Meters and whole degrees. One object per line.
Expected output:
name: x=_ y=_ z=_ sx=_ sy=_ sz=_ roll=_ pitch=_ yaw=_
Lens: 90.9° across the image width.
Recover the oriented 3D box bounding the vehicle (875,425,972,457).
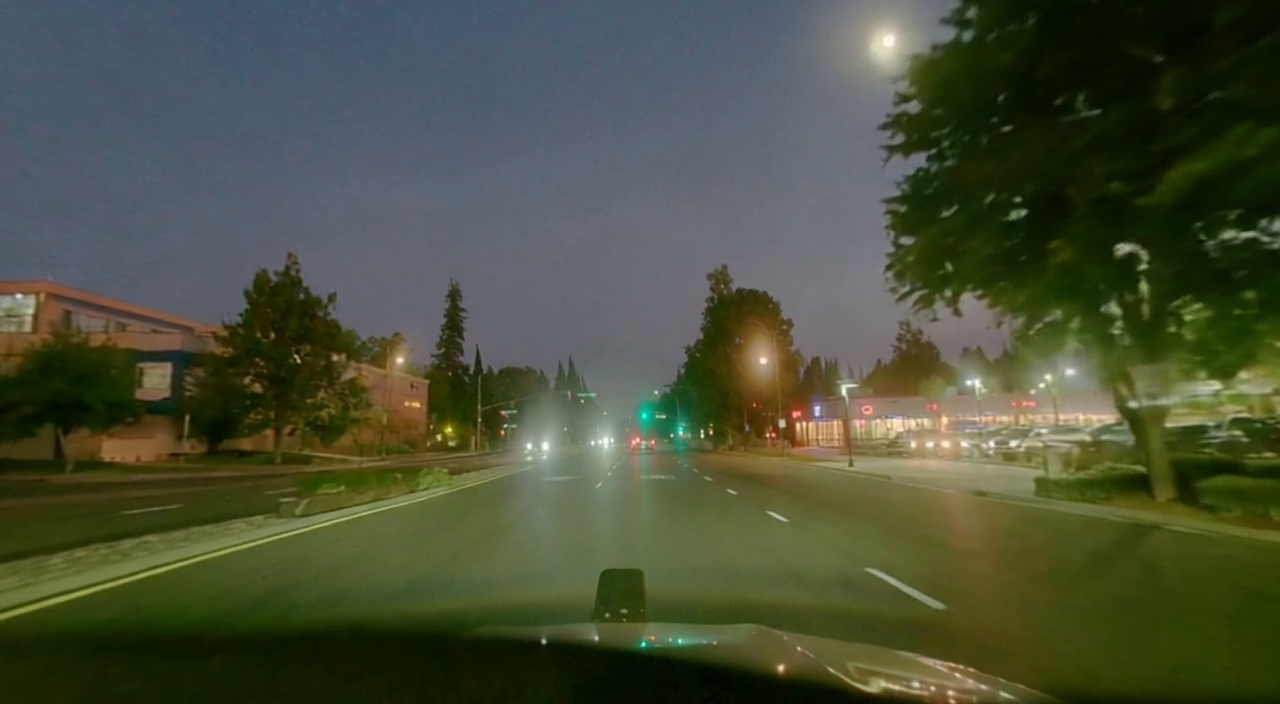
vehicle: x=17.784 y=5.632 z=39.785 sx=5.117 sy=1.933 sz=2.035 roll=-1 pitch=-8 yaw=3

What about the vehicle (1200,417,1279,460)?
vehicle: x=20.615 y=2.840 z=20.932 sx=3.179 sy=1.322 sz=1.521 roll=1 pitch=-8 yaw=-19

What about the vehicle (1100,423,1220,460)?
vehicle: x=19.407 y=3.357 z=23.616 sx=3.192 sy=1.329 sz=1.505 roll=0 pitch=-9 yaw=-5

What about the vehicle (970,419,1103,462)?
vehicle: x=18.207 y=4.104 z=29.066 sx=4.904 sy=1.577 sz=1.863 roll=-3 pitch=-9 yaw=-7
